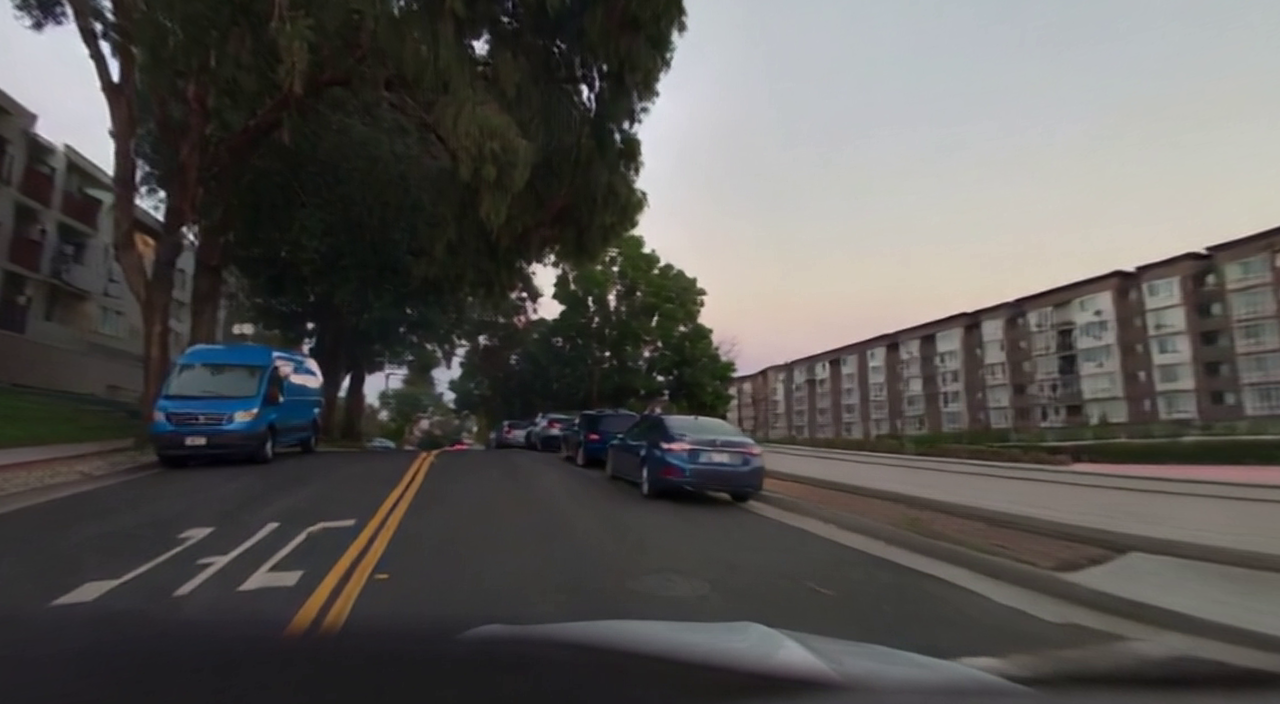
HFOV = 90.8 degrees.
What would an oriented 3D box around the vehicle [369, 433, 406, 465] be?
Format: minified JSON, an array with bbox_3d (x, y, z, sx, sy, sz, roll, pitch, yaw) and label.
[{"bbox_3d":[-17.925,6.837,44.986,2.090,1.674,4.457,-3,-3,-18],"label":"vehicle"}]

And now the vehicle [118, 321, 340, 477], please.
[{"bbox_3d":[-8.847,1.186,14.579,2.546,2.664,6.863,-2,-6,-18],"label":"vehicle"}]

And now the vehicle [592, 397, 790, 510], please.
[{"bbox_3d":[0.552,1.628,10.511,1.827,1.436,4.322,1,-8,-16],"label":"vehicle"}]
